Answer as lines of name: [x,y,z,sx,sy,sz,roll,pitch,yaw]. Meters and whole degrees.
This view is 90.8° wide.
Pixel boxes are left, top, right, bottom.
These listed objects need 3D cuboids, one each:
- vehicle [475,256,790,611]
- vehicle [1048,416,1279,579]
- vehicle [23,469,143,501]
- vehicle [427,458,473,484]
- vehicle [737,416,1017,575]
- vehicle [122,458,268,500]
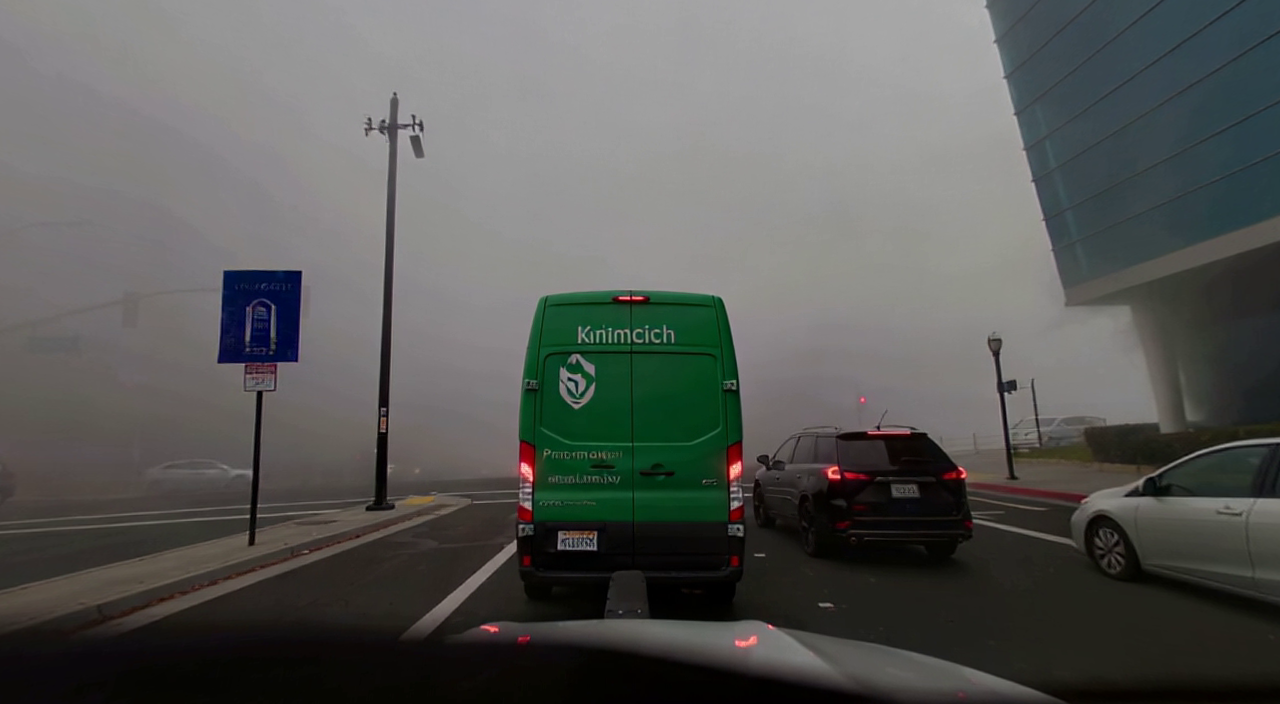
vehicle: [-0.022,1.183,9.097,2.613,3.035,7.342,0,-8,1]
vehicle: [7.520,1.570,6.999,1.963,1.669,4.678,3,-9,-20]
vehicle: [-31.104,7.434,35.402,4.806,1.652,1.869,0,-8,-2]
vehicle: [-14.535,9.130,48.646,1.997,1.806,4.630,0,-8,1]
vehicle: [2.877,1.863,9.047,2.183,1.676,4.506,0,-8,-1]
vehicle: [-18.890,5.379,26.974,4.659,1.615,1.944,0,-8,-3]
